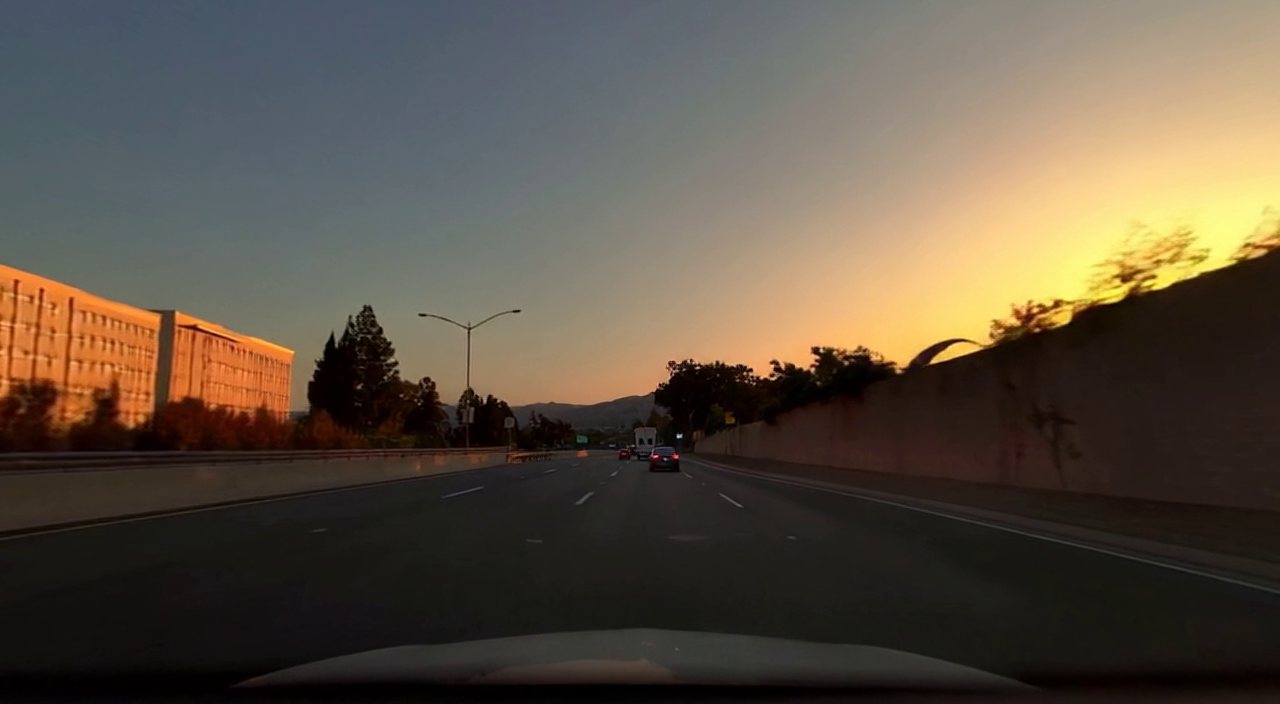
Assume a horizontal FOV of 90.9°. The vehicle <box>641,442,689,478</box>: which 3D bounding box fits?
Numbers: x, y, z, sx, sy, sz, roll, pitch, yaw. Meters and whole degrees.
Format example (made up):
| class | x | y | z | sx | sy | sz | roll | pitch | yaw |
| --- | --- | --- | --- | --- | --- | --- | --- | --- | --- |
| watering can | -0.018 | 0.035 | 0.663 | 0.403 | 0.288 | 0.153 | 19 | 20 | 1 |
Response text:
| class | x | y | z | sx | sy | sz | roll | pitch | yaw |
| --- | --- | --- | --- | --- | --- | --- | --- | --- | --- |
| vehicle | 1.088 | 5.023 | 29.415 | 1.973 | 1.536 | 4.337 | 0 | -9 | -1 |
